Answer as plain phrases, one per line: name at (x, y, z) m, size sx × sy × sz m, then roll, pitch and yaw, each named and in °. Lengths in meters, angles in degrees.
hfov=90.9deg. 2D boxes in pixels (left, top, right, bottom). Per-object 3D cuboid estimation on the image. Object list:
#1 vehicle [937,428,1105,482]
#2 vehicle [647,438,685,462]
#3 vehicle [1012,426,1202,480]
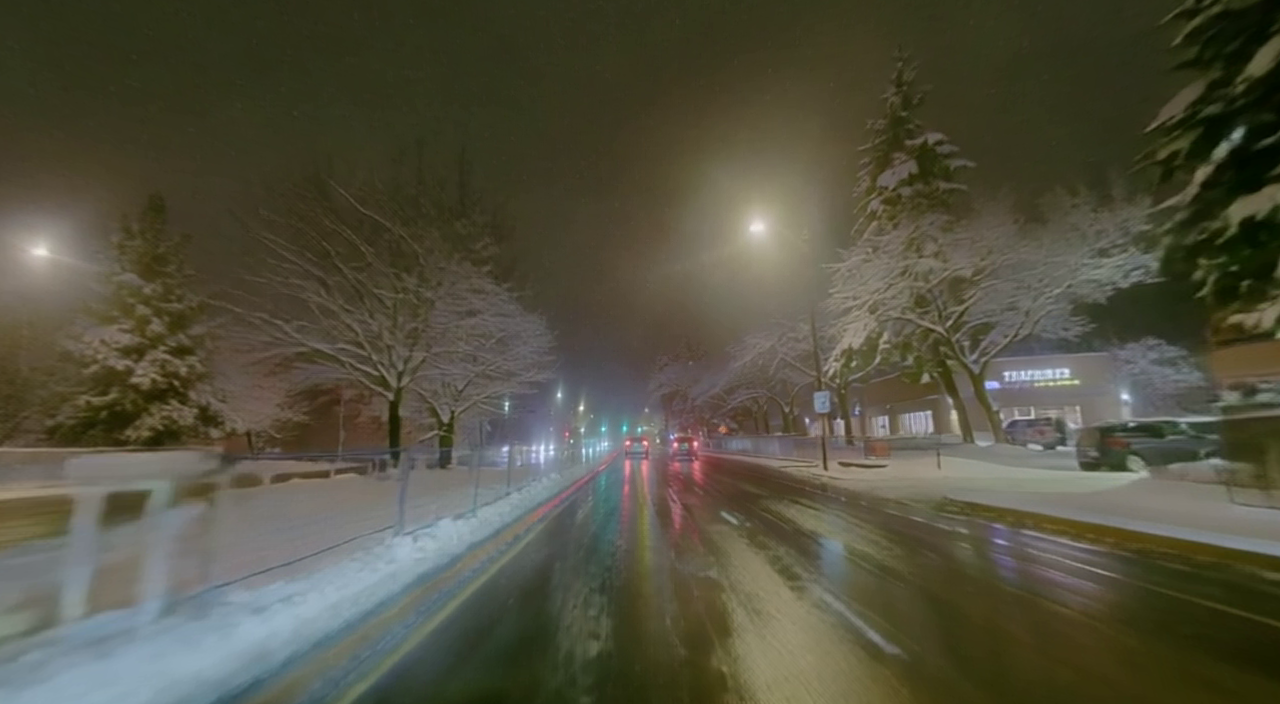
vehicle at (12.293, 3.326, 20.763) m, size 1.948 × 1.466 × 4.520 m, roll -1°, pitch -7°, yaw -15°
vehicle at (1.816, 6.610, 42.629) m, size 1.974 × 1.490 × 4.231 m, roll -2°, pitch -9°, yaw 11°
vehicle at (15.085, 3.284, 20.811) m, size 1.878 × 1.444 × 4.878 m, roll -1°, pitch -8°, yaw -13°
